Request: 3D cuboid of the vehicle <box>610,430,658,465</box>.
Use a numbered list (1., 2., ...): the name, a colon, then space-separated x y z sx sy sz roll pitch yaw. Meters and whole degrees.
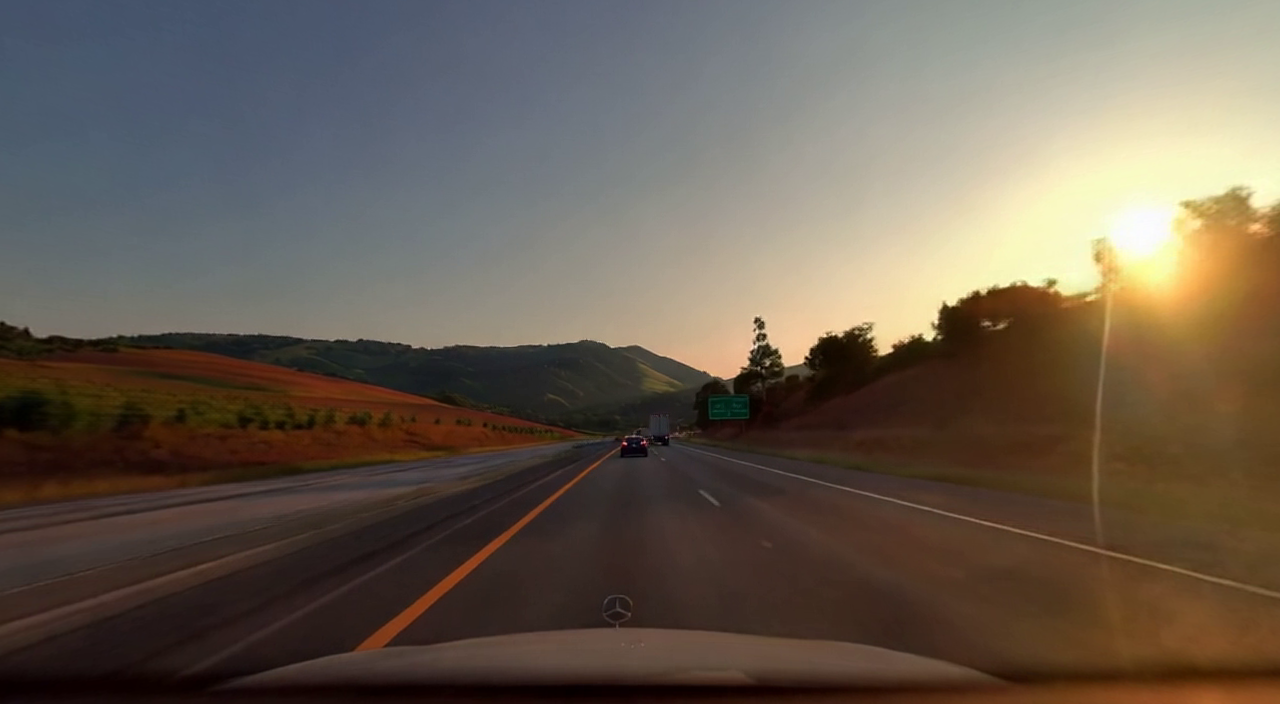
1. vehicle: -0.326 4.768 31.654 2.216 1.623 4.220 0 -8 -1
